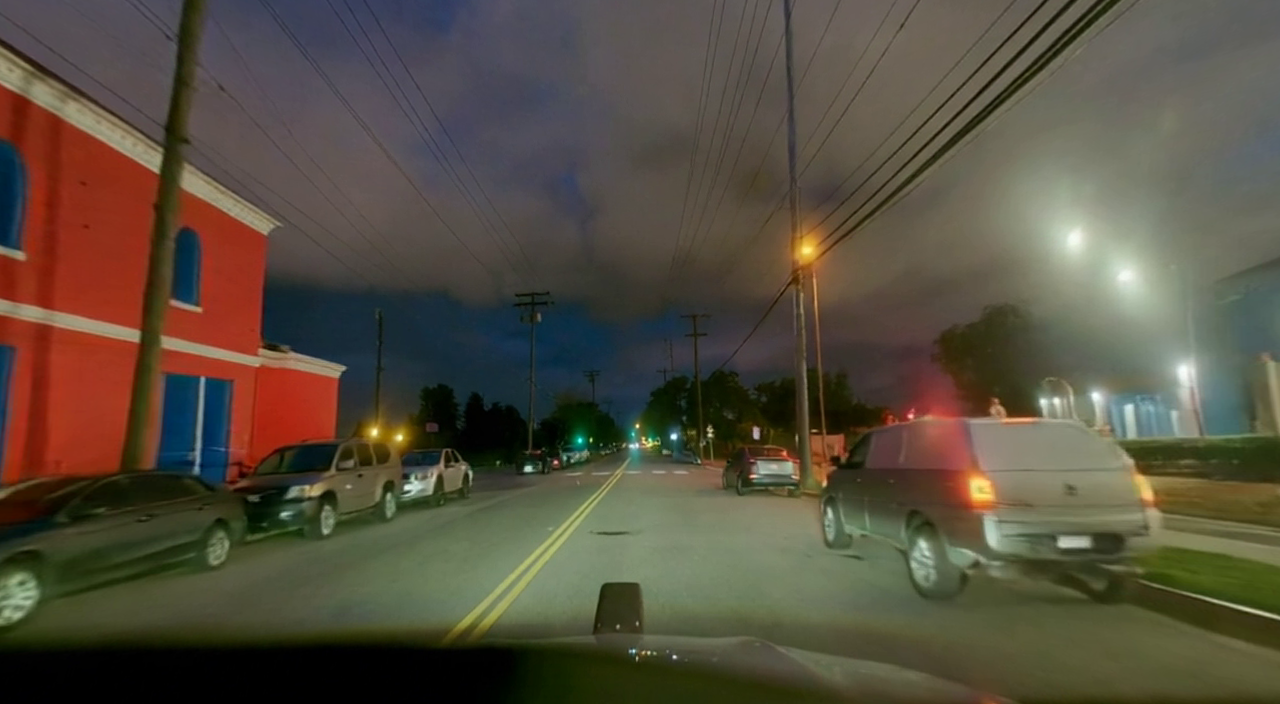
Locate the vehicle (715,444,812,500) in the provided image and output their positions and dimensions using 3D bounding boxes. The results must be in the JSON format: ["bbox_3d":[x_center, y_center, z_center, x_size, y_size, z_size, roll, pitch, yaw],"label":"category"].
[{"bbox_3d":[3.578,3.548,19.208,1.942,1.476,4.739,0,-9,-1],"label":"vehicle"}]

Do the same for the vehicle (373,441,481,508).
[{"bbox_3d":[-6.232,3.612,18.977,1.906,1.623,4.057,-4,-9,-2],"label":"vehicle"}]

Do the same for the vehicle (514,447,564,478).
[{"bbox_3d":[-5.802,6.395,36.888,1.910,1.488,3.999,-2,-6,6],"label":"vehicle"}]

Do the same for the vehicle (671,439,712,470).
[{"bbox_3d":[3.408,6.882,42.714,2.313,1.937,5.092,0,-9,0],"label":"vehicle"}]

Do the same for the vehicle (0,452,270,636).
[{"bbox_3d":[-6.253,1.878,6.798,1.844,1.486,4.474,-2,-9,0],"label":"vehicle"}]

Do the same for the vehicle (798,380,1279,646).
[{"bbox_3d":[3.426,1.457,6.765,2.182,1.824,4.622,0,-9,-1],"label":"vehicle"}]

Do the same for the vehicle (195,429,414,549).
[{"bbox_3d":[-6.210,2.542,12.468,1.983,1.809,4.503,-2,-8,-2],"label":"vehicle"}]
